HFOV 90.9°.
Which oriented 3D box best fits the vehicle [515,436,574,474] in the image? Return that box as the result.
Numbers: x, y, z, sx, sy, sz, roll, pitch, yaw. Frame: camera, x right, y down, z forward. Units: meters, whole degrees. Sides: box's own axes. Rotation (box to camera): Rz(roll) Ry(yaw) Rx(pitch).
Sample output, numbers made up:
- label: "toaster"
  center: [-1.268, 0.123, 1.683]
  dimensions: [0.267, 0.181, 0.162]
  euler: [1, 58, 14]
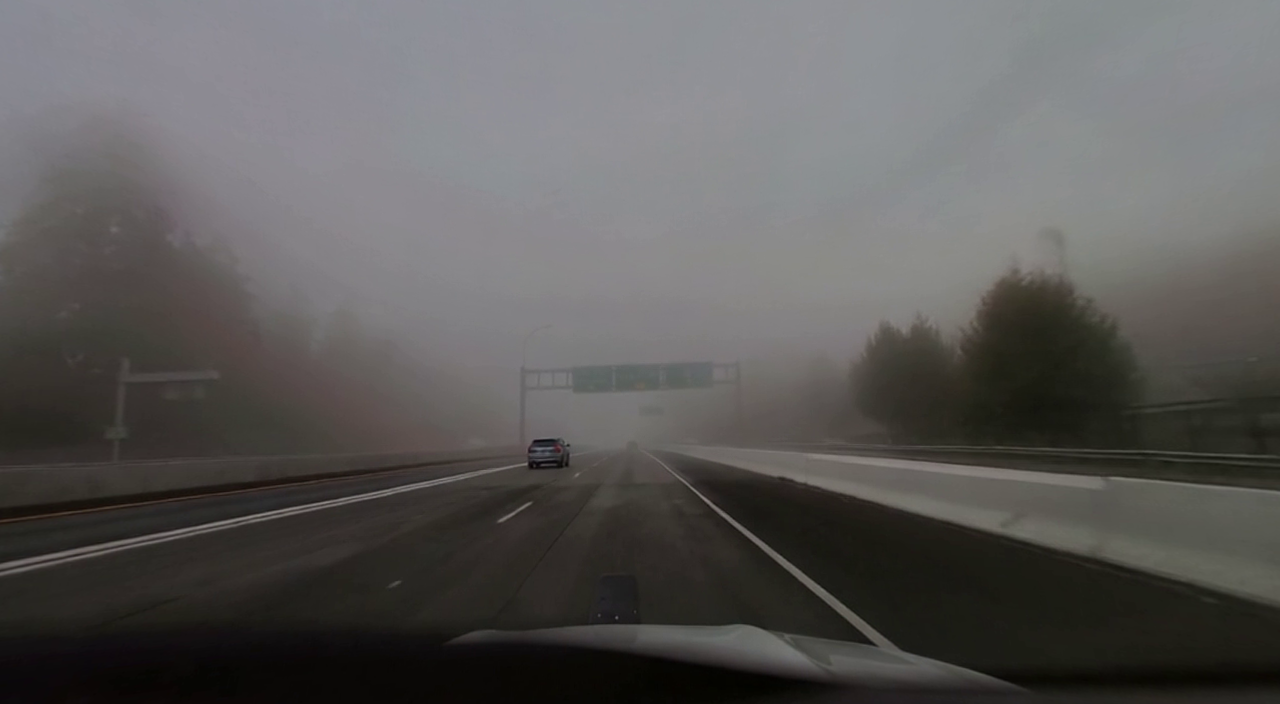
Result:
- label: "vehicle"
  center: [-4.461, 4.854, 30.001]
  dimensions: [2.129, 1.641, 4.263]
  euler: [0, -8, 0]
